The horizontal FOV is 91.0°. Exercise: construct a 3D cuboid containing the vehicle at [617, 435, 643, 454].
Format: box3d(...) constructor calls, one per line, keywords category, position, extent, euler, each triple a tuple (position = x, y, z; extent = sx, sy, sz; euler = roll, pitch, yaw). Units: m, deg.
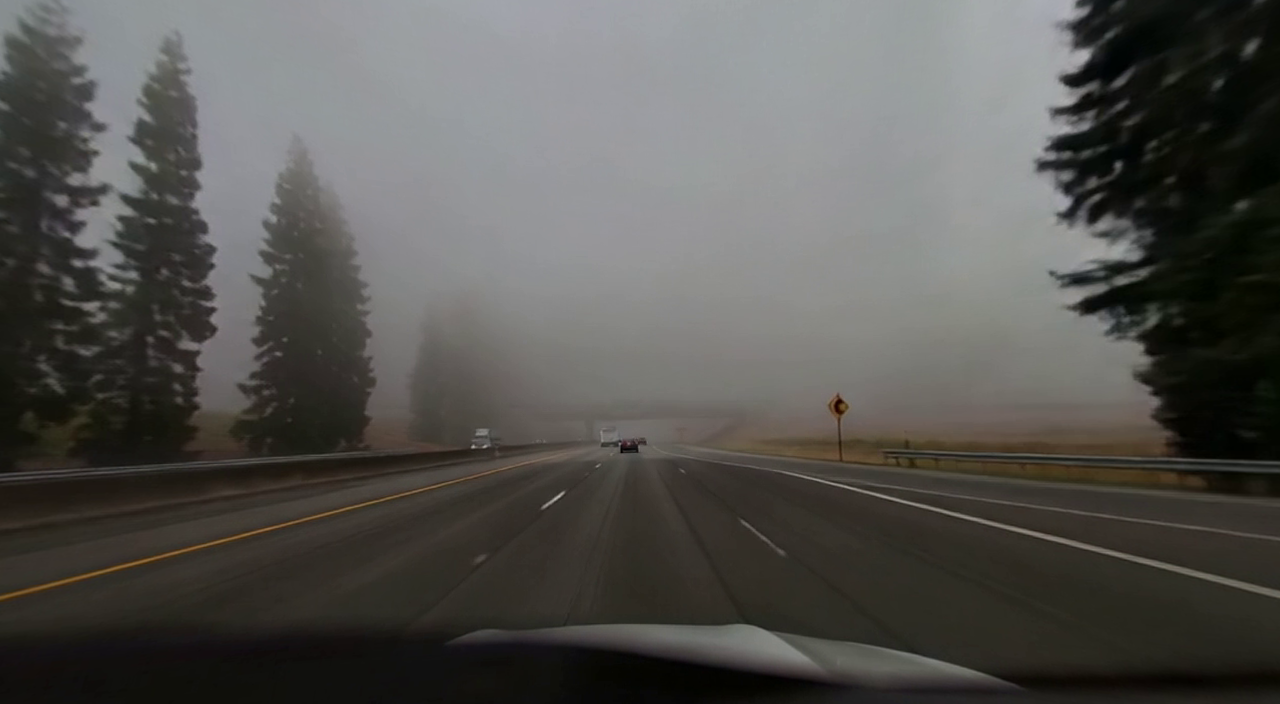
box3d(category="vehicle", position=(-0.853, 7.294, 49.556), extent=(1.952, 1.438, 3.702), euler=(0, -8, -3))
